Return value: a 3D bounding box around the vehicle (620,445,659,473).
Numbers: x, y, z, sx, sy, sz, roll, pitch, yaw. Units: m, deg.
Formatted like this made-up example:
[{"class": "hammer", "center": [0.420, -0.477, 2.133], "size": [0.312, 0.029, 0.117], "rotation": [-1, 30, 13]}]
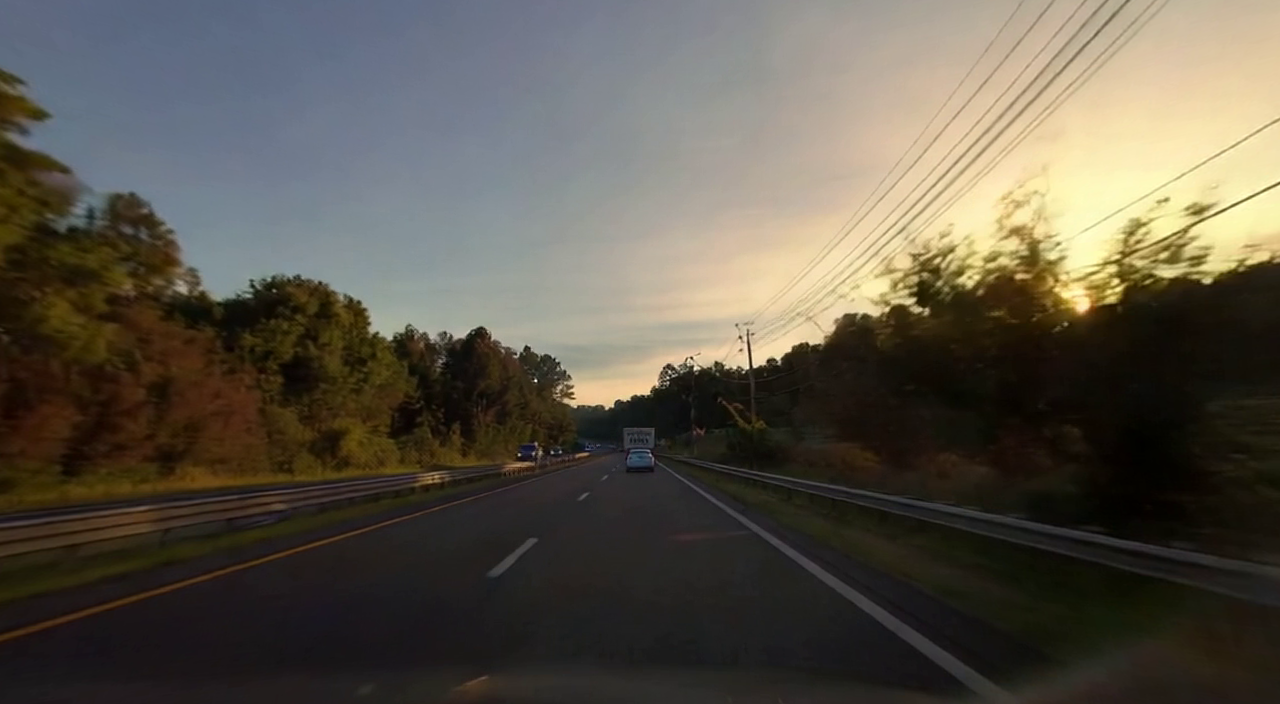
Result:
[{"class": "vehicle", "center": [-0.068, 6.111, 36.009], "size": [2.080, 1.486, 3.813], "rotation": [0, -9, -1]}]
